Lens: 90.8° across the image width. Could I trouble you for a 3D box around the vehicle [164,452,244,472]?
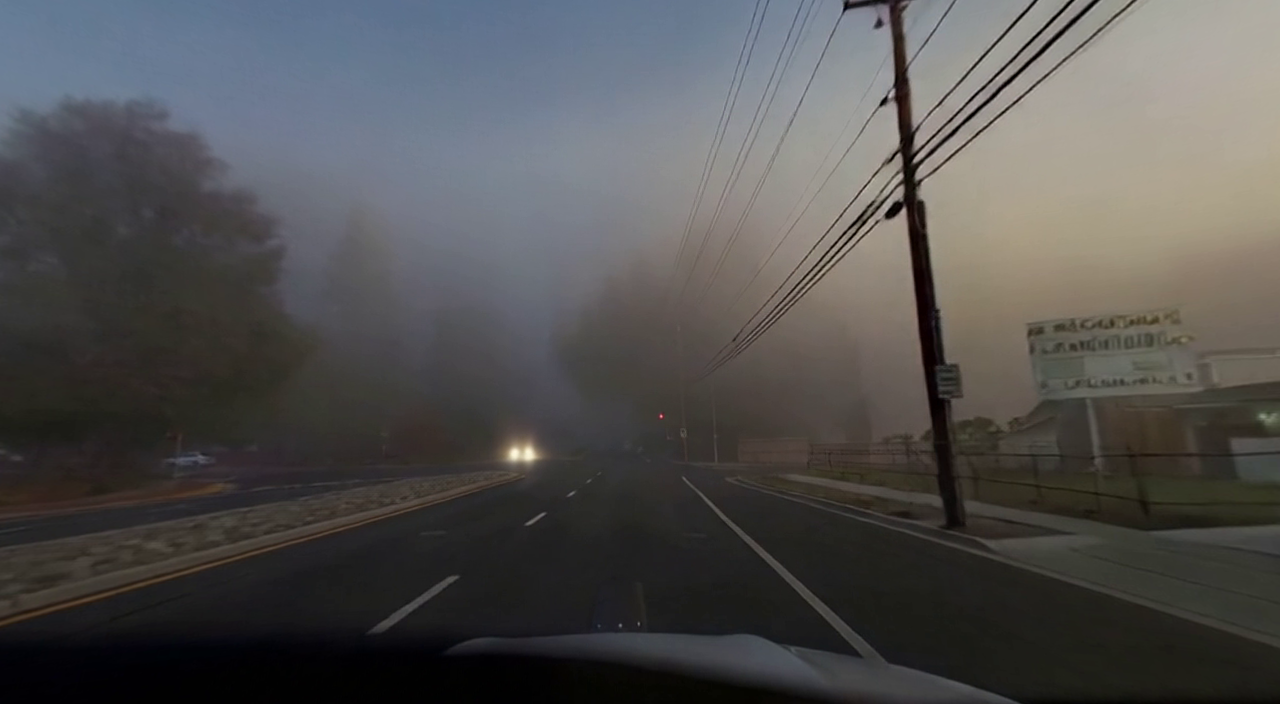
[{"bbox_3d":[-31.155,7.841,45.260,4.267,1.381,1.786,1,-9,-5],"label":"vehicle"}]
